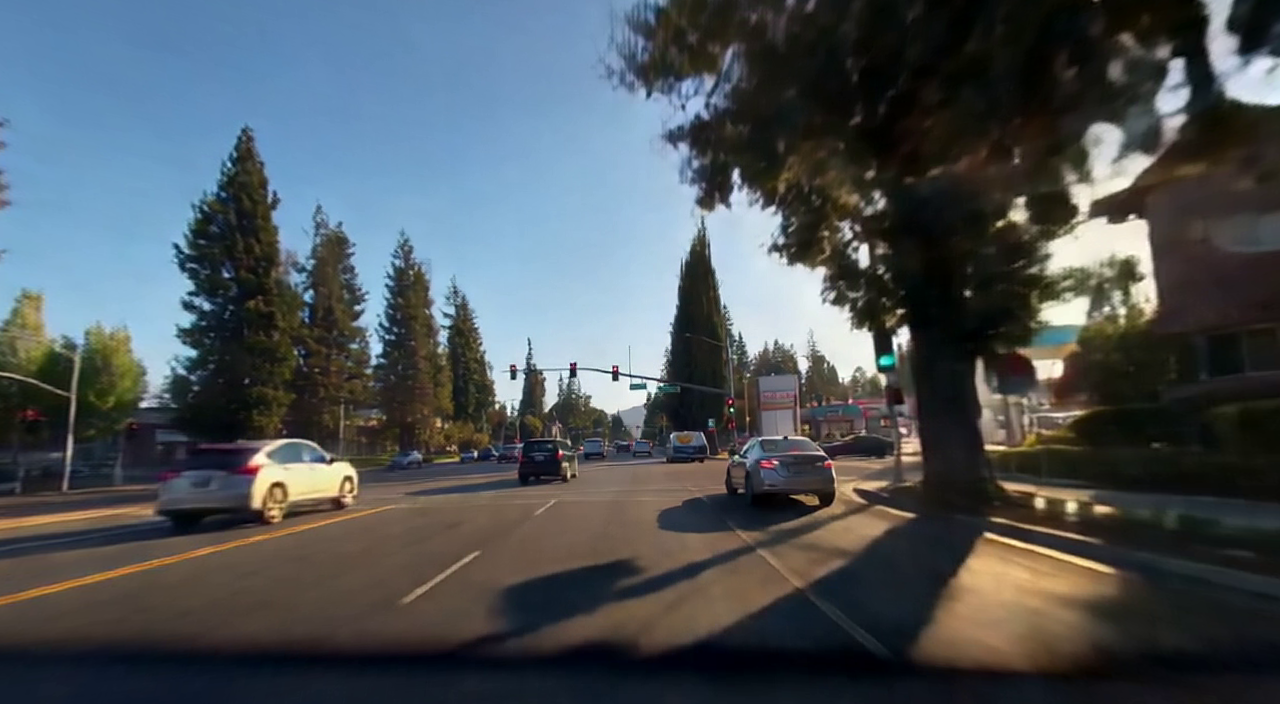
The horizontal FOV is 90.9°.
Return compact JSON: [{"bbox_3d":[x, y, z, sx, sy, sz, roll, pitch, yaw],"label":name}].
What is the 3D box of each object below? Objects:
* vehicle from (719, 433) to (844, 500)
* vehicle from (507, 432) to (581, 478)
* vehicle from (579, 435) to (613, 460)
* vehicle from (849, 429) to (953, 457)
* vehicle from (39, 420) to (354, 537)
[{"bbox_3d":[3.437,2.894,16.381,2.095,1.475,4.686,0,-8,-1],"label":"vehicle"},{"bbox_3d":[-3.799,4.191,25.875,2.250,1.713,4.422,0,-8,1],"label":"vehicle"},{"bbox_3d":[-3.298,7.259,48.154,2.126,1.810,4.414,0,-8,2],"label":"vehicle"},{"bbox_3d":[14.422,5.047,34.992,4.776,1.486,2.138,1,-9,-5],"label":"vehicle"},{"bbox_3d":[-7.882,2.296,12.176,2.224,1.747,5.274,0,-8,0],"label":"vehicle"}]
